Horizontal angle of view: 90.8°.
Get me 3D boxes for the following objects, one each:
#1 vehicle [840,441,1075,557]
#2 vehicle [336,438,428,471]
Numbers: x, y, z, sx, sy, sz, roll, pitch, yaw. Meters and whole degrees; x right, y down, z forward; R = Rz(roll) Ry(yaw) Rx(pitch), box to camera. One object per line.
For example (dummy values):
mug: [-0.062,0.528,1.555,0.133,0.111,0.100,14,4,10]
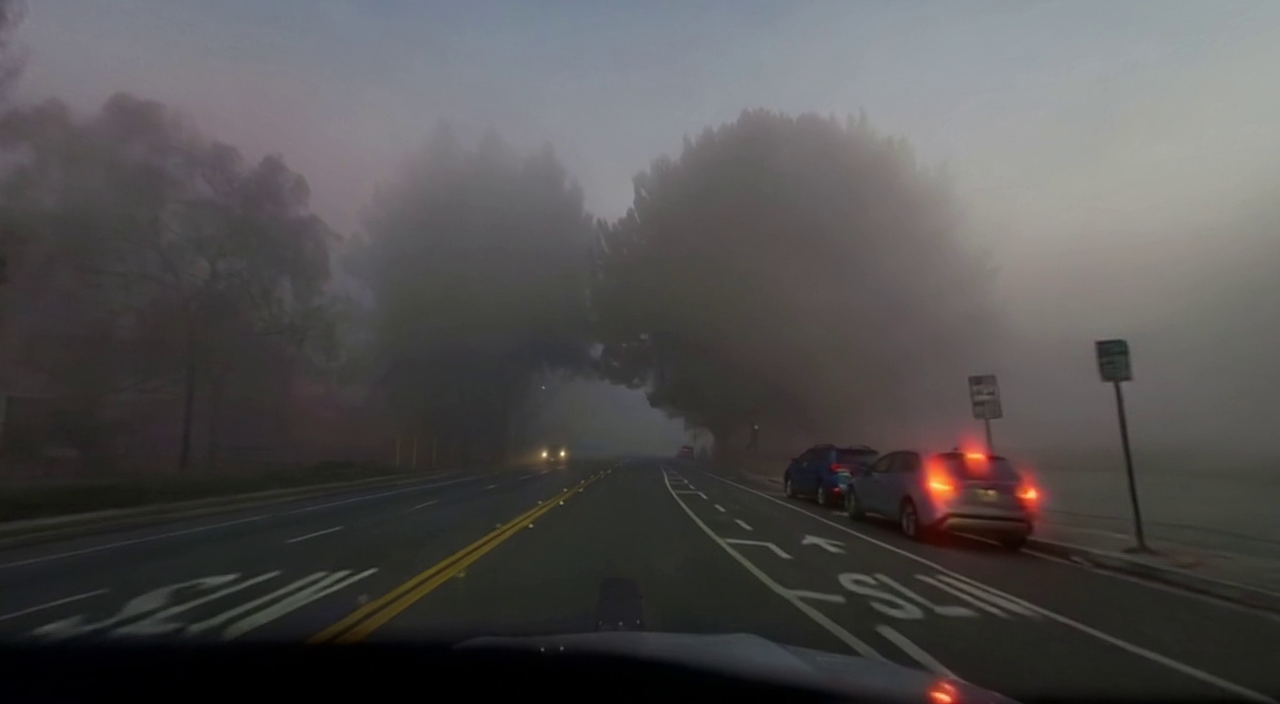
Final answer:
vehicle: [5.173,2.395,11.120,1.891,1.611,4.269,0,-8,0]
vehicle: [-16.232,6.429,39.748,5.125,1.941,2.086,4,-9,-26]
